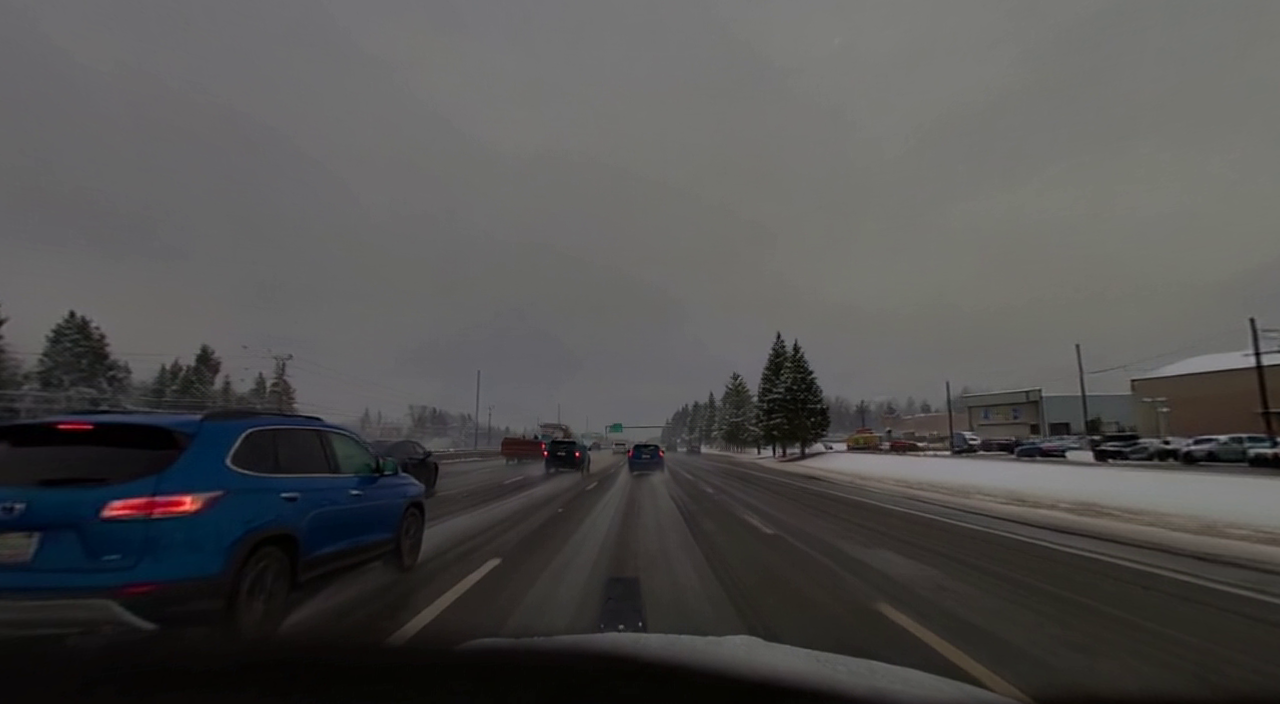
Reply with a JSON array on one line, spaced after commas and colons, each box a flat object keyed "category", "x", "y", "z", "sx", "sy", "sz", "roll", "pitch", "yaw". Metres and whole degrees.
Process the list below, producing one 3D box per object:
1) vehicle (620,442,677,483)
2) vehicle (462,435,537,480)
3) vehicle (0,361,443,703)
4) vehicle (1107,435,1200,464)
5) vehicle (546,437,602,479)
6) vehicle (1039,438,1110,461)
[{"category": "vehicle", "x": 0.333, "y": 4.326, "z": 25.075, "sx": 2.090, "sy": 1.474, "sz": 3.970, "roll": 0, "pitch": -9, "yaw": 0}, {"category": "vehicle", "x": -6.149, "y": 4.693, "z": 28.278, "sx": 2.125, "sy": 1.804, "sz": 4.864, "roll": 0, "pitch": -9, "yaw": 1}, {"category": "vehicle", "x": -3.263, "y": 1.207, "z": 4.922, "sx": 1.961, "sy": 1.687, "sz": 4.453, "roll": 0, "pitch": -9, "yaw": 1}, {"category": "vehicle", "x": 30.379, "y": 5.779, "z": 37.502, "sx": 1.843, "sy": 1.626, "sz": 4.378, "roll": 0, "pitch": -9, "yaw": 1}, {"category": "vehicle", "x": -2.897, "y": 4.738, "z": 28.541, "sx": 2.007, "sy": 1.730, "sz": 4.412, "roll": 0, "pitch": -9, "yaw": 1}, {"category": "vehicle", "x": 30.445, "y": 6.867, "z": 44.365, "sx": 1.838, "sy": 1.491, "sz": 4.554, "roll": 0, "pitch": -9, "yaw": 1}]
